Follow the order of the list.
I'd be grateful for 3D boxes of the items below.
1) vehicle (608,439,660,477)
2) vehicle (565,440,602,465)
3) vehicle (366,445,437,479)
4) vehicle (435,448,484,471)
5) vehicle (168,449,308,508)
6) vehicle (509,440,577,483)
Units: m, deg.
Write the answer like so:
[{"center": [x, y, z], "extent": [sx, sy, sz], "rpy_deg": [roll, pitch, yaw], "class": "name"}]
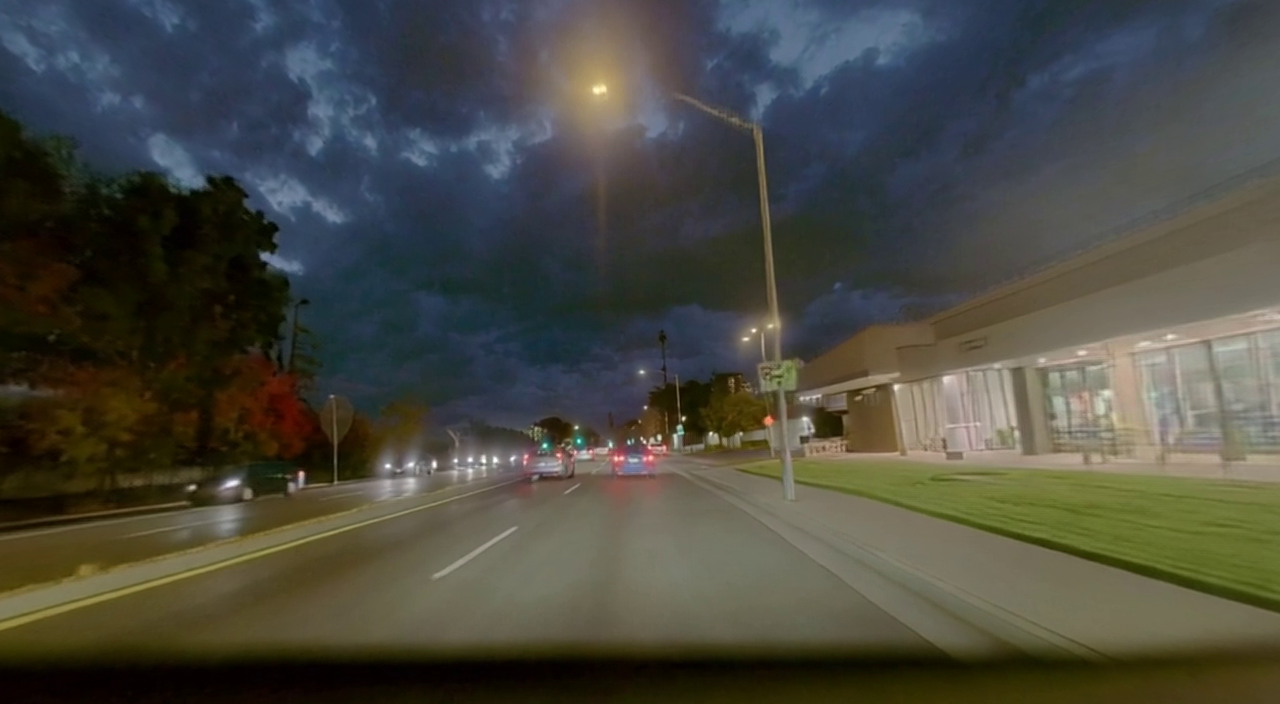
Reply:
[{"center": [-0.309, 4.537, 27.304], "extent": [2.085, 1.475, 3.976], "rpy_deg": [0, -8, -2], "class": "vehicle"}, {"center": [-3.549, 6.401, 40.370], "extent": [1.887, 1.517, 4.254], "rpy_deg": [0, -8, 1], "class": "vehicle"}, {"center": [-13.083, 6.028, 34.973], "extent": [1.999, 1.755, 4.518], "rpy_deg": [-1, -8, 3], "class": "vehicle"}, {"center": [-12.540, 7.486, 44.190], "extent": [1.909, 1.462, 4.608], "rpy_deg": [-1, -8, 3], "class": "vehicle"}, {"center": [-13.523, 4.231, 21.613], "extent": [1.936, 1.656, 4.284], "rpy_deg": [-3, -8, 1], "class": "vehicle"}, {"center": [-3.578, 4.114, 24.050], "extent": [1.921, 1.477, 4.083], "rpy_deg": [0, -8, 0], "class": "vehicle"}]
